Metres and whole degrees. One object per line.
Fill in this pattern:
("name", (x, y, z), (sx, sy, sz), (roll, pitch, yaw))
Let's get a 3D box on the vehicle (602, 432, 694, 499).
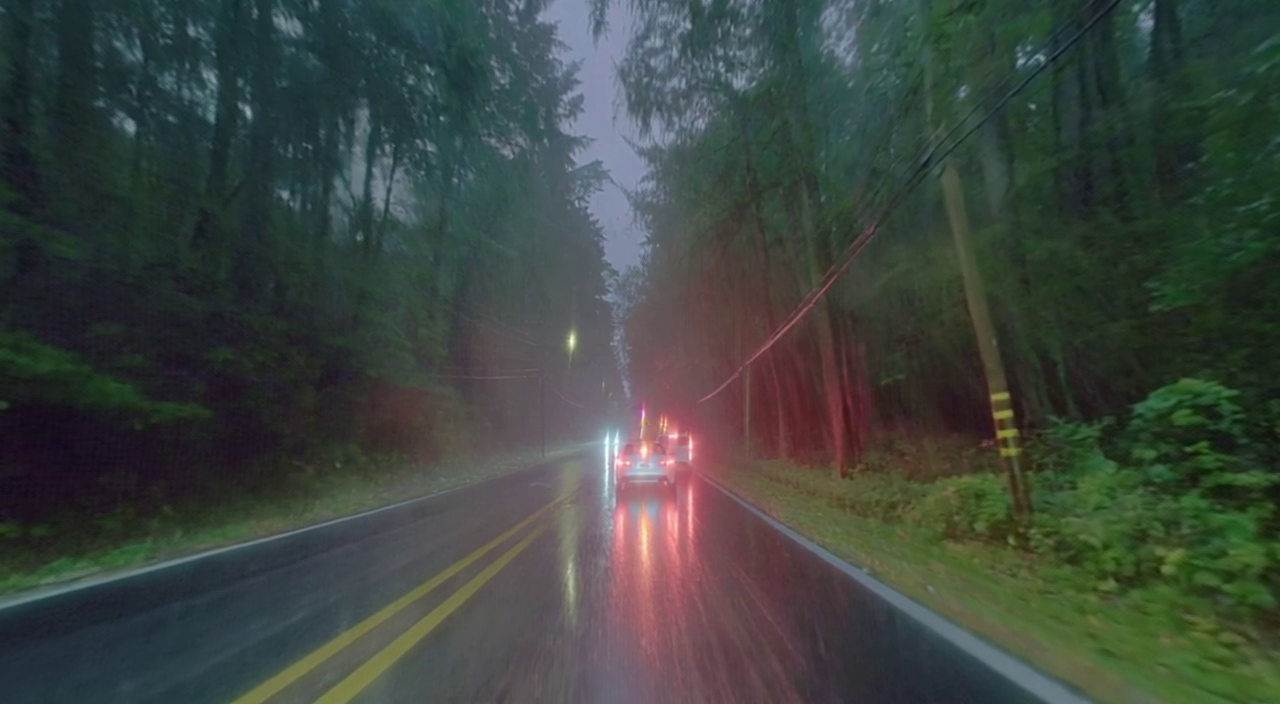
("vehicle", (0.169, 2.856, 16.206), (2.081, 1.503, 3.726), (0, -8, -1))
